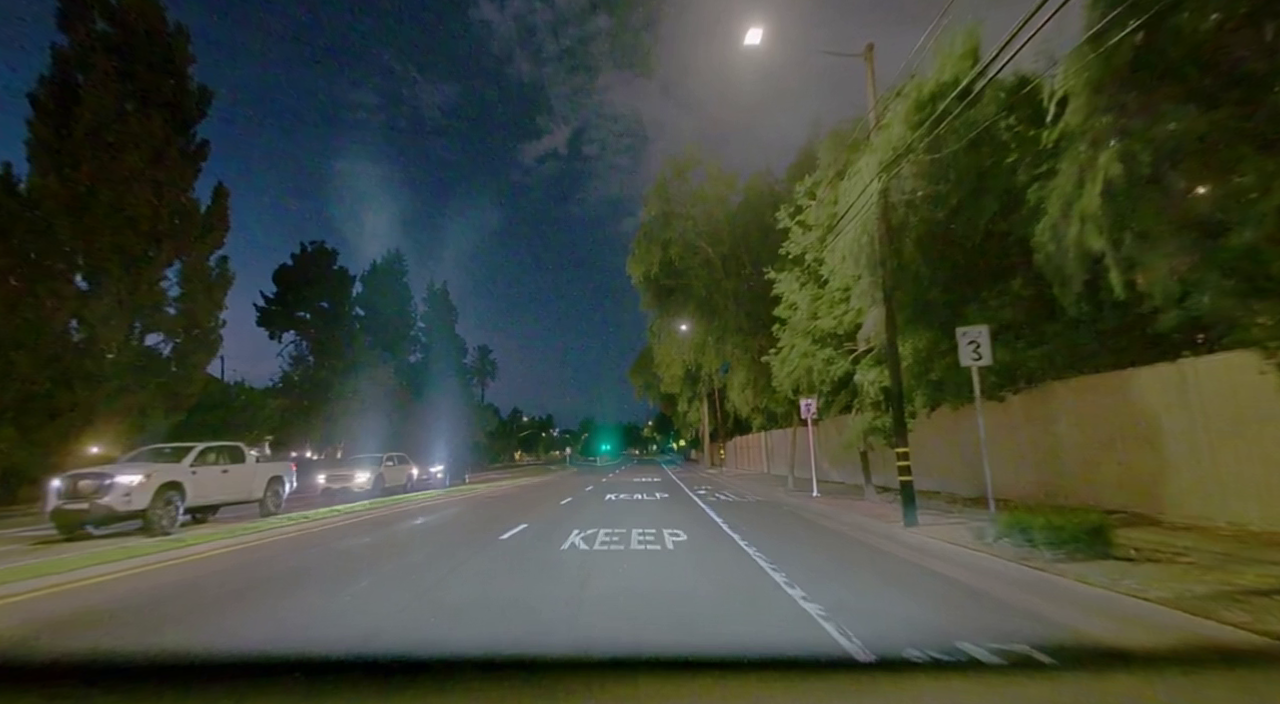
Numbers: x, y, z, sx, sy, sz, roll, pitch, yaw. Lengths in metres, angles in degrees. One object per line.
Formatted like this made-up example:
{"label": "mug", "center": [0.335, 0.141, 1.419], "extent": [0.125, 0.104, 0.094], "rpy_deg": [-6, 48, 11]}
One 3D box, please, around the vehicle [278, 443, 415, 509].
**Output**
{"label": "vehicle", "center": [-9.155, 3.868, 20.265], "extent": [2.075, 1.733, 4.947], "rpy_deg": [-3, -9, 0]}

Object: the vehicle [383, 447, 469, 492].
{"label": "vehicle", "center": [-9.166, 5.029, 27.466], "extent": [2.084, 1.741, 4.737], "rpy_deg": [-1, -9, 0]}

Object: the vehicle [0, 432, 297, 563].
{"label": "vehicle", "center": [-8.727, 2.420, 11.417], "extent": [2.293, 1.839, 4.793], "rpy_deg": [0, -8, 0]}
